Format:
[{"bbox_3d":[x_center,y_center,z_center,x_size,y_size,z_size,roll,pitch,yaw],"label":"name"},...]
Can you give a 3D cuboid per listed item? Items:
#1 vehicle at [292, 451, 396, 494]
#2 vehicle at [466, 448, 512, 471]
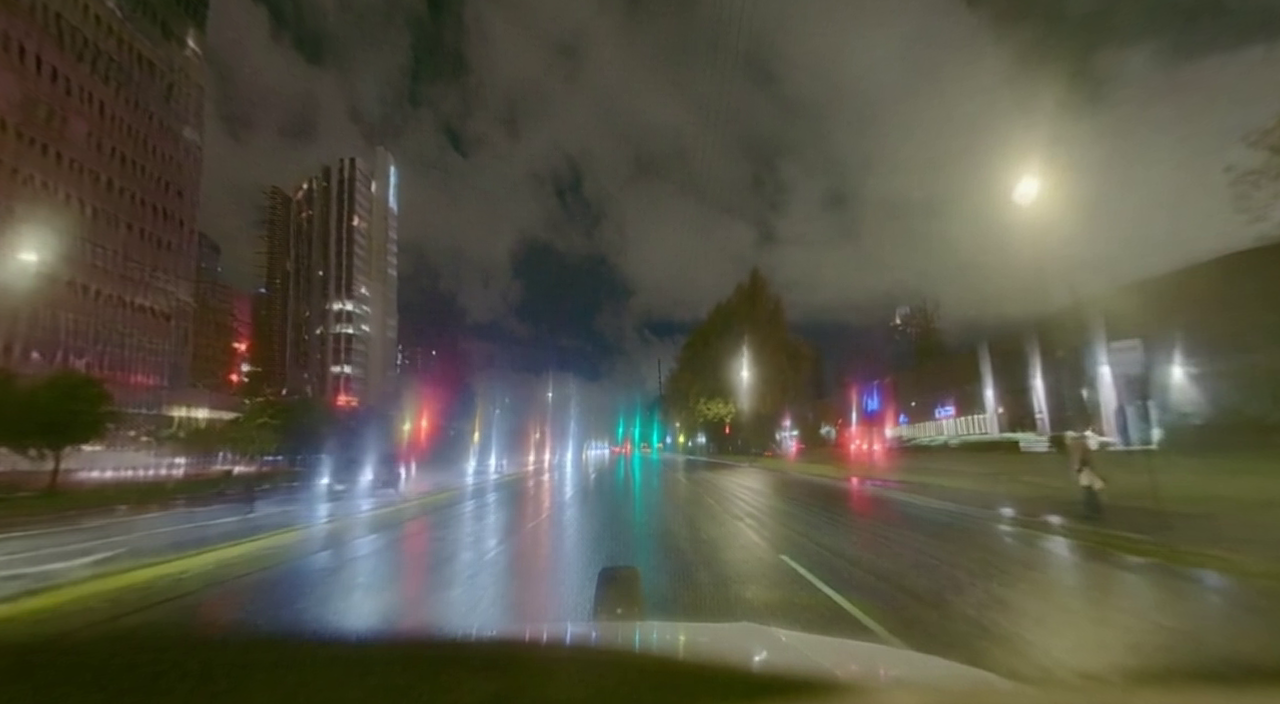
[{"bbox_3d":[-11.790,4.803,25.551,1.945,1.492,4.672,0,-9,0],"label":"vehicle"},{"bbox_3d":[-10.578,7.543,44.608,2.020,1.490,4.657,-1,-9,2],"label":"vehicle"}]
